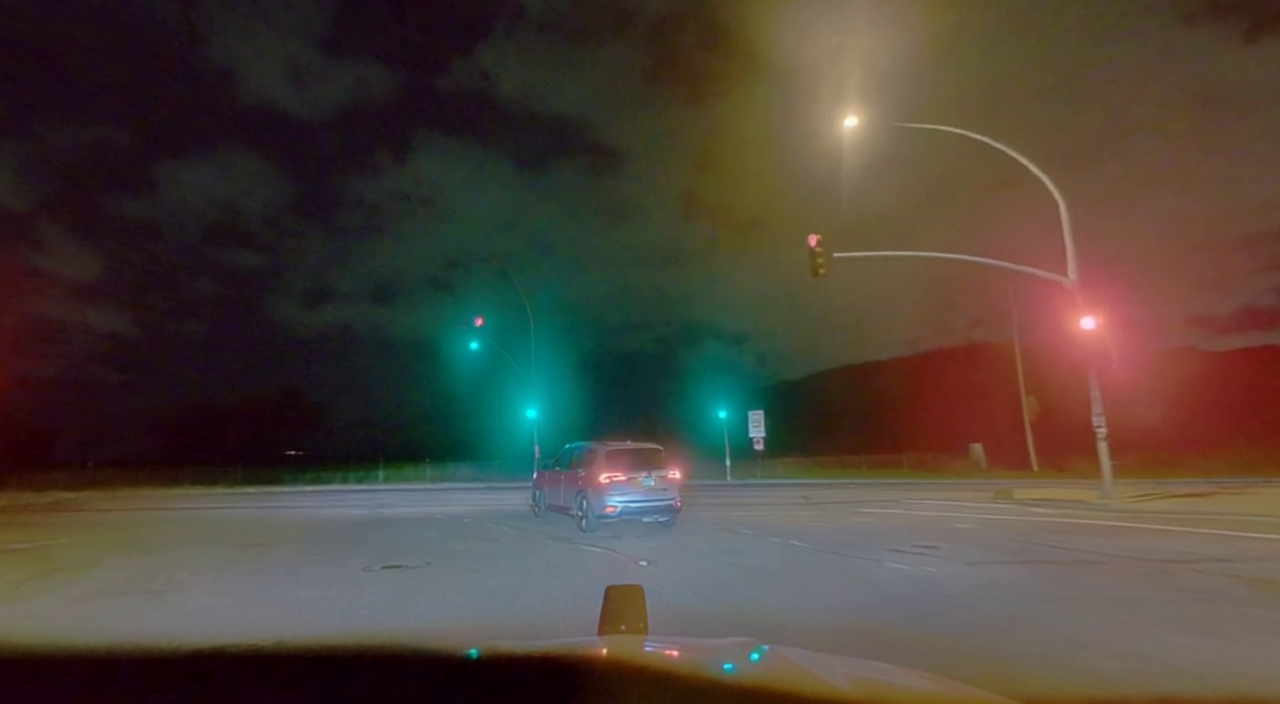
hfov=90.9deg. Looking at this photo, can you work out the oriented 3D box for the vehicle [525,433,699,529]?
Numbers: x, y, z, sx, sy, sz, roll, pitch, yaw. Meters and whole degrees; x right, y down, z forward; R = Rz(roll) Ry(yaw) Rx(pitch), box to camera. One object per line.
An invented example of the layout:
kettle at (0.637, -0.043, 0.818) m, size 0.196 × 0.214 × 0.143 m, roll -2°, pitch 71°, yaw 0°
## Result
vehicle at (-0.776, 2.570, 13.289) m, size 1.938 × 1.648 × 4.211 m, roll 4°, pitch -9°, yaw -29°
